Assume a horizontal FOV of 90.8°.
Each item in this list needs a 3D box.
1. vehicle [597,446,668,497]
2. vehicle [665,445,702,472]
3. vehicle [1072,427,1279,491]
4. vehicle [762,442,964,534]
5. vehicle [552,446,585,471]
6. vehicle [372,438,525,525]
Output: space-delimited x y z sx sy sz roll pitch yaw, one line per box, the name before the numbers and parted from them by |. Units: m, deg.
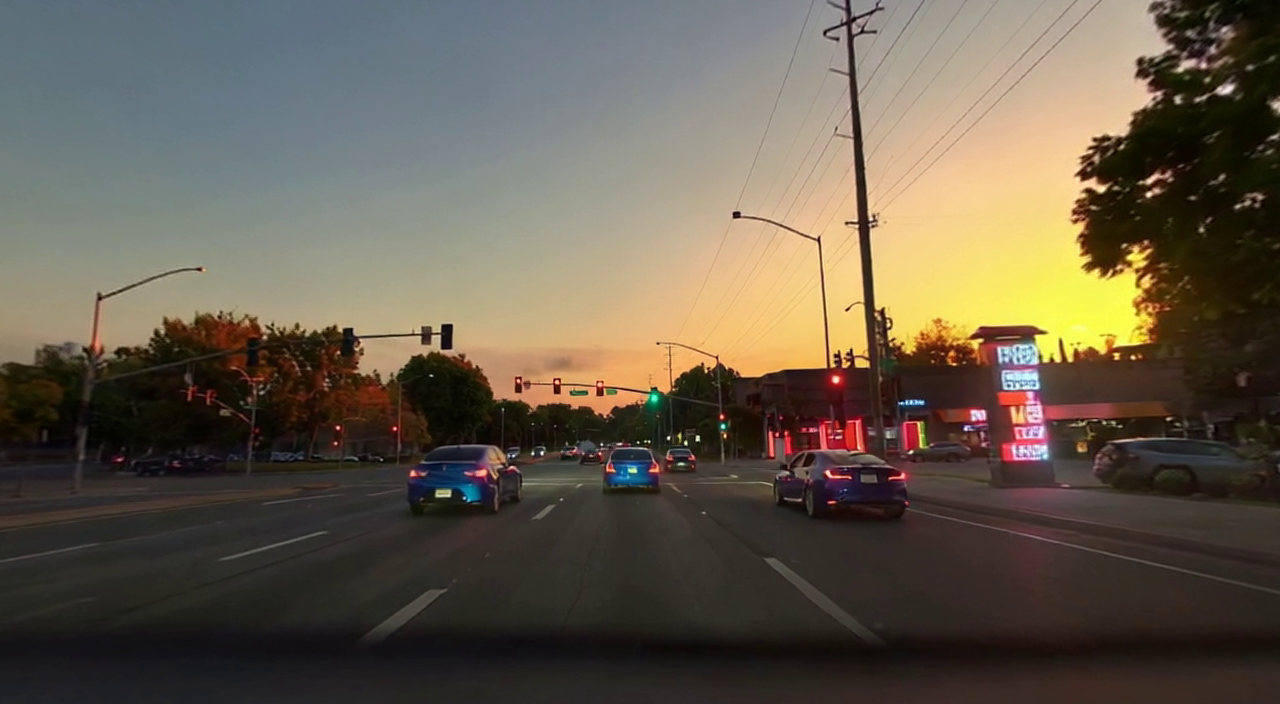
vehicle | -0.291 3.805 20.612 2.072 1.473 4.139 0 -9 -2
vehicle | 2.822 7.038 42.096 1.986 1.660 4.006 0 -9 -3
vehicle | 15.815 3.067 18.346 4.941 1.697 2.128 0 -9 -2
vehicle | 4.122 2.585 12.789 2.119 1.479 4.910 0 -9 -2
vehicle | -4.914 7.345 43.853 1.932 1.606 4.157 0 -9 -1
vehicle | -3.941 2.730 13.989 2.035 1.564 4.702 0 -9 -1
